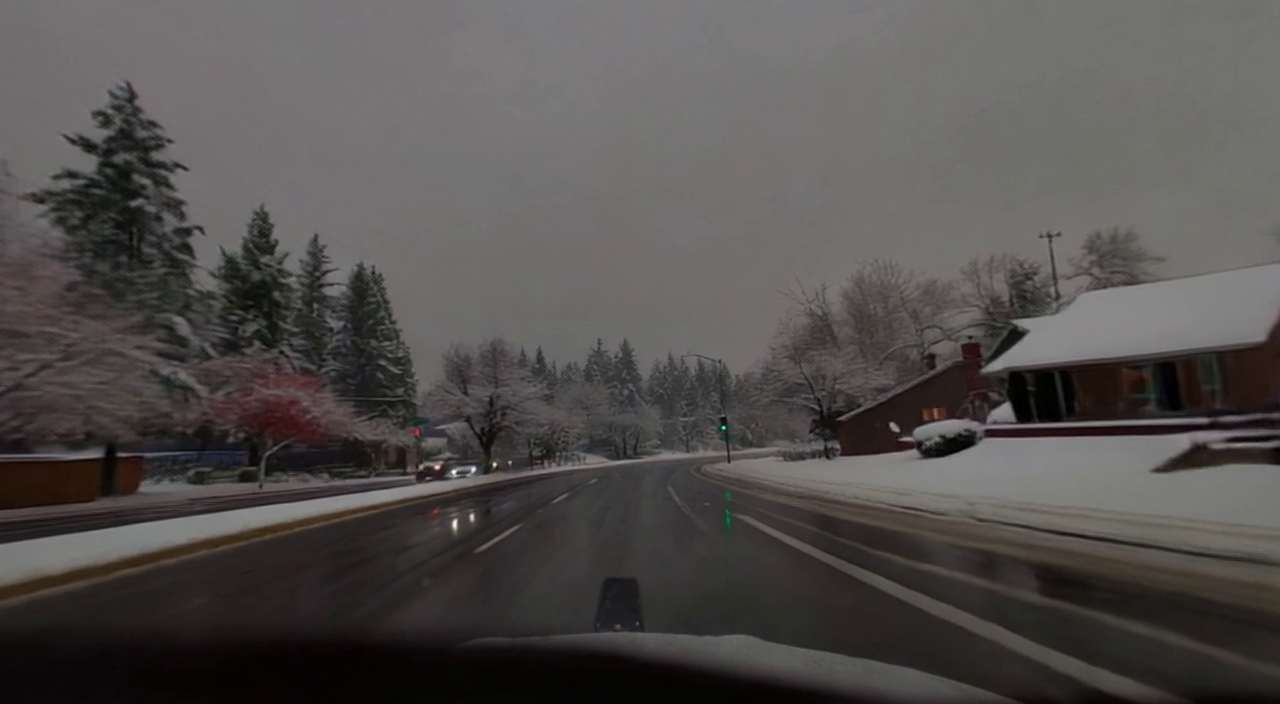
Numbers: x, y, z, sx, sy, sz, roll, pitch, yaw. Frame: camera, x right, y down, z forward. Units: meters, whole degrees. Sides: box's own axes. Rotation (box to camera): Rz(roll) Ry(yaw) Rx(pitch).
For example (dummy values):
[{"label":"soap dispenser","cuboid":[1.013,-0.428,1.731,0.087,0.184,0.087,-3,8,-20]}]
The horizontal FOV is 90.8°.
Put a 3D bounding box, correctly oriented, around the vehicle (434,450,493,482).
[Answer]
[{"label":"vehicle","cuboid":[-10.974,7.102,39.749,2.113,1.788,4.701,-2,-9,4]}]
